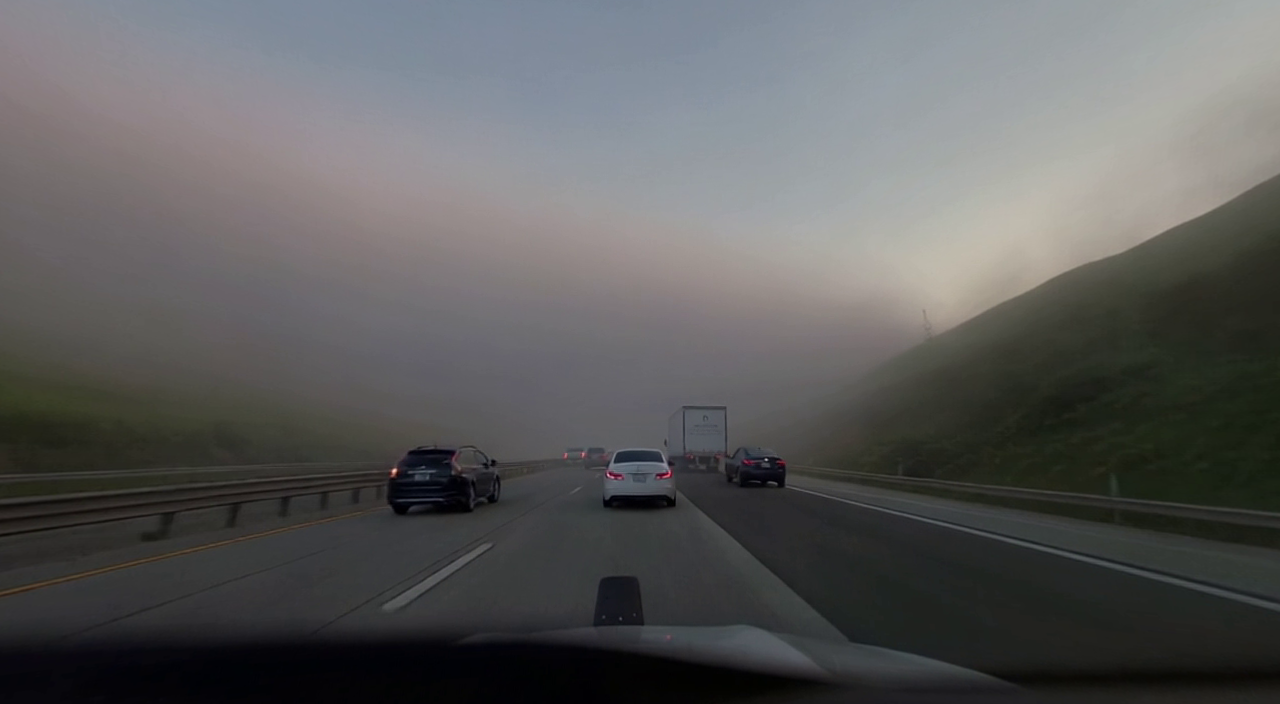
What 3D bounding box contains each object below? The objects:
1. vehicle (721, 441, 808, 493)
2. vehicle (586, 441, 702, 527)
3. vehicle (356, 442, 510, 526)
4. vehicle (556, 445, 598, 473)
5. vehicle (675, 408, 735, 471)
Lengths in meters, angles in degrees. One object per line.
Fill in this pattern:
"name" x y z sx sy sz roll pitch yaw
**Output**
"vehicle" 4.157 3.915 21.840 2.029 1.579 4.484 0 -9 -1
"vehicle" 0.078 2.599 12.891 2.041 1.484 3.535 0 -9 0
"vehicle" -4.128 2.686 13.305 1.848 1.486 3.832 0 -9 1
"vehicle" -4.043 6.918 40.976 2.211 1.669 4.224 0 -9 1
"vehicle" 4.644 6.965 49.102 3.194 4.038 16.301 0 -9 1
